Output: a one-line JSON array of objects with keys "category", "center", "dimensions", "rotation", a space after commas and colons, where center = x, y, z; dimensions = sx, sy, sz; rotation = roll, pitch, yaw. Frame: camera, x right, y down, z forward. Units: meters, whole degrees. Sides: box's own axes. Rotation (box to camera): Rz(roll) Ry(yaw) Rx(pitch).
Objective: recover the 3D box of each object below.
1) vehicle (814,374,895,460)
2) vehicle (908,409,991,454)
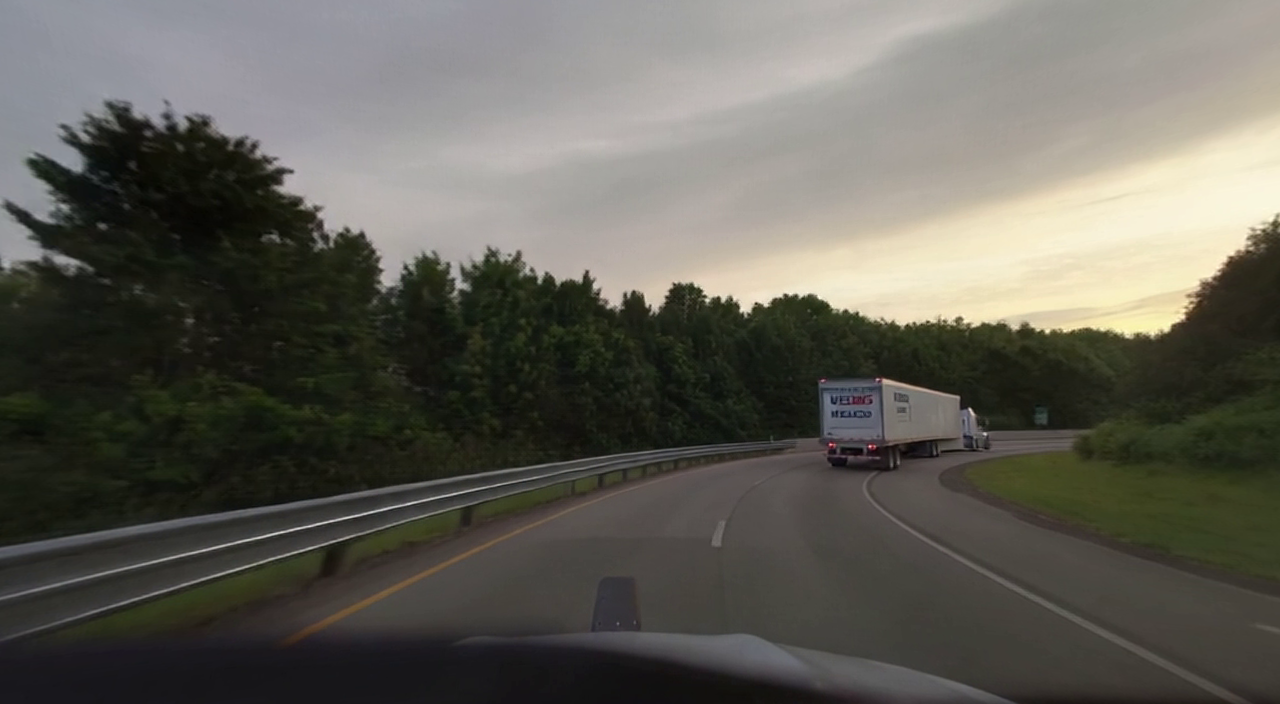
[{"category": "vehicle", "center": [10.189, 3.143, 29.814], "dimensions": [2.963, 3.771, 3.137], "rotation": [-4, -9, 29]}, {"category": "vehicle", "center": [19.157, 4.934, 38.752], "dimensions": [6.650, 2.524, 2.120], "rotation": [7, -10, -42]}]
